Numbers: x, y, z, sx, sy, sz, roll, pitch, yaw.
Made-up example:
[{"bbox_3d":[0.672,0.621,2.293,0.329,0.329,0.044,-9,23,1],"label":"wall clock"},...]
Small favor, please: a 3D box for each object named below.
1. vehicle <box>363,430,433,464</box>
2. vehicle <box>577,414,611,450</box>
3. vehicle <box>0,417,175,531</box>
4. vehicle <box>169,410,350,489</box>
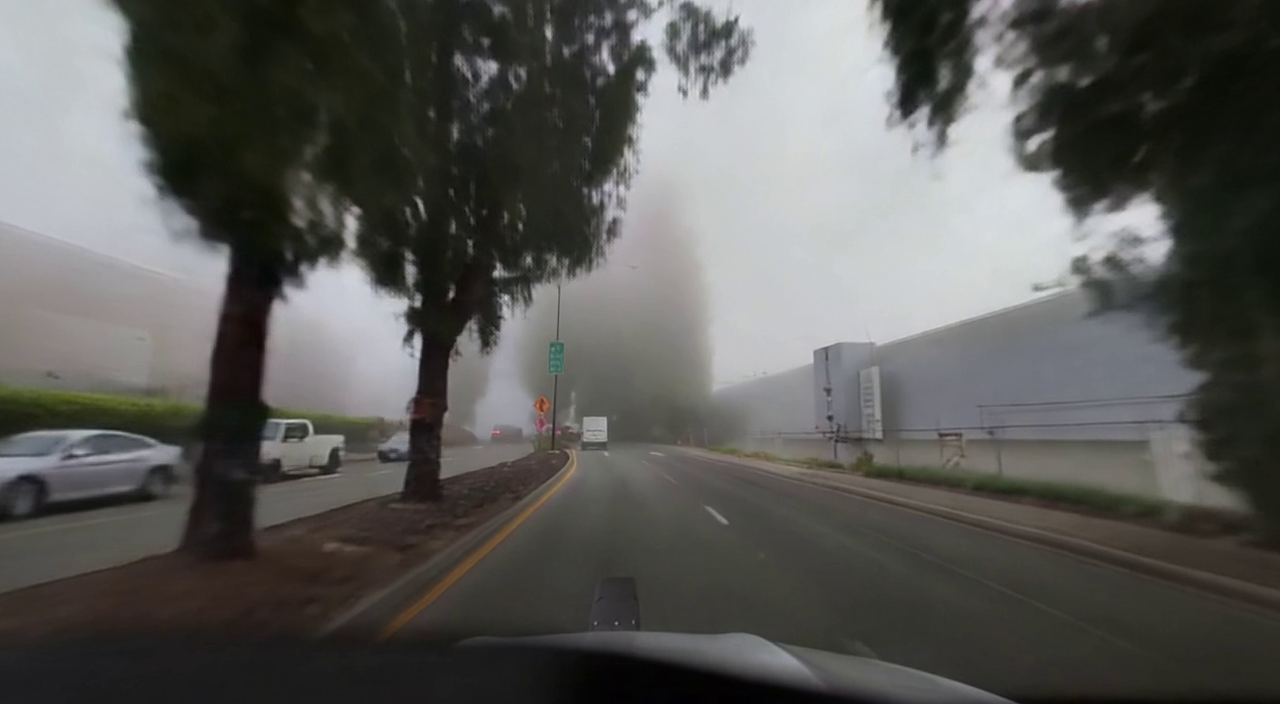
[{"bbox_3d":[-11.386,4.483,29.914,1.897,1.515,3.986,1,-8,-3],"label":"vehicle"},{"bbox_3d":[-3.697,6.311,49.591,2.276,2.706,5.232,1,-8,-9],"label":"vehicle"},{"bbox_3d":[-10.114,1.916,10.345,1.926,1.610,4.079,0,-8,-2],"label":"vehicle"},{"bbox_3d":[-10.587,2.747,18.182,2.198,1.916,5.296,1,-8,-4],"label":"vehicle"}]
